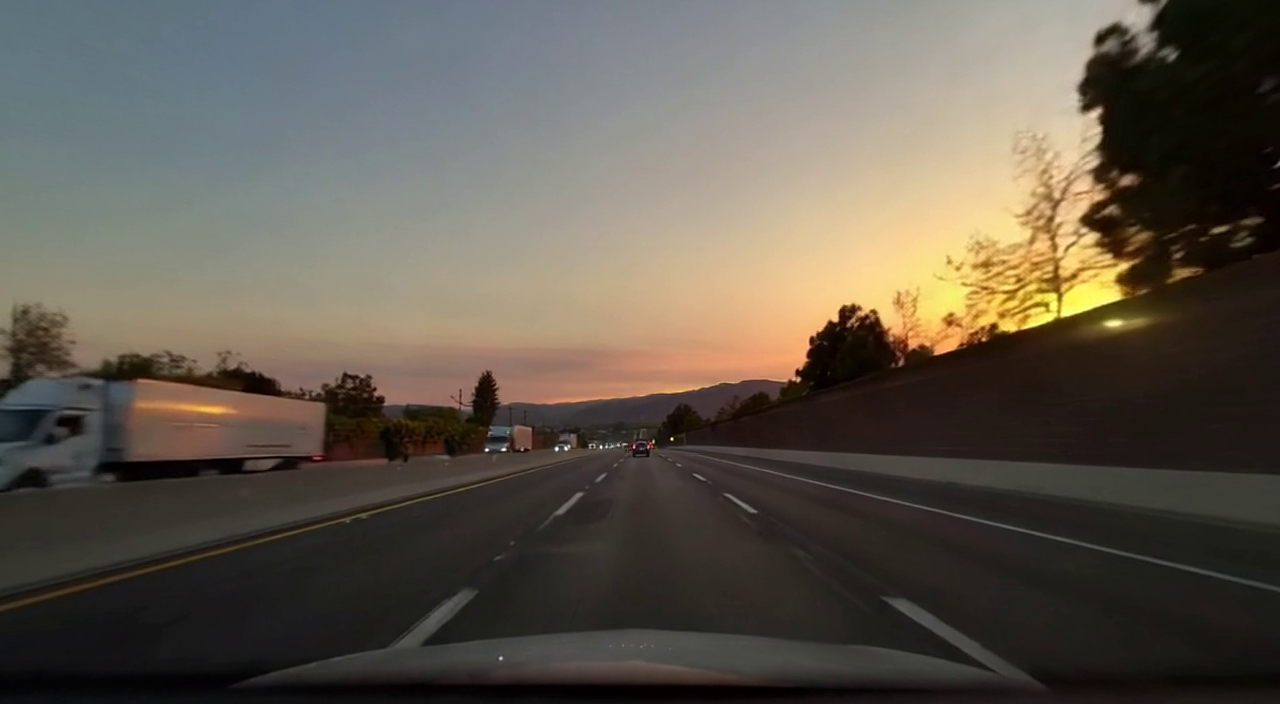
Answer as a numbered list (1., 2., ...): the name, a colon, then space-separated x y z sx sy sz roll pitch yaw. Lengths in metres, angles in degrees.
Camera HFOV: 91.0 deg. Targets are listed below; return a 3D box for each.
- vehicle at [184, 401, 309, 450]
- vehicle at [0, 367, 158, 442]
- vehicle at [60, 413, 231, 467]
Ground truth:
1. vehicle: -18.131 3.507 29.411 2.087 2.096 5.564 0 -8 2
2. vehicle: -18.229 1.757 19.247 2.301 1.979 5.870 0 -8 0
3. vehicle: -18.017 3.278 23.358 2.169 1.756 5.078 0 -8 1
